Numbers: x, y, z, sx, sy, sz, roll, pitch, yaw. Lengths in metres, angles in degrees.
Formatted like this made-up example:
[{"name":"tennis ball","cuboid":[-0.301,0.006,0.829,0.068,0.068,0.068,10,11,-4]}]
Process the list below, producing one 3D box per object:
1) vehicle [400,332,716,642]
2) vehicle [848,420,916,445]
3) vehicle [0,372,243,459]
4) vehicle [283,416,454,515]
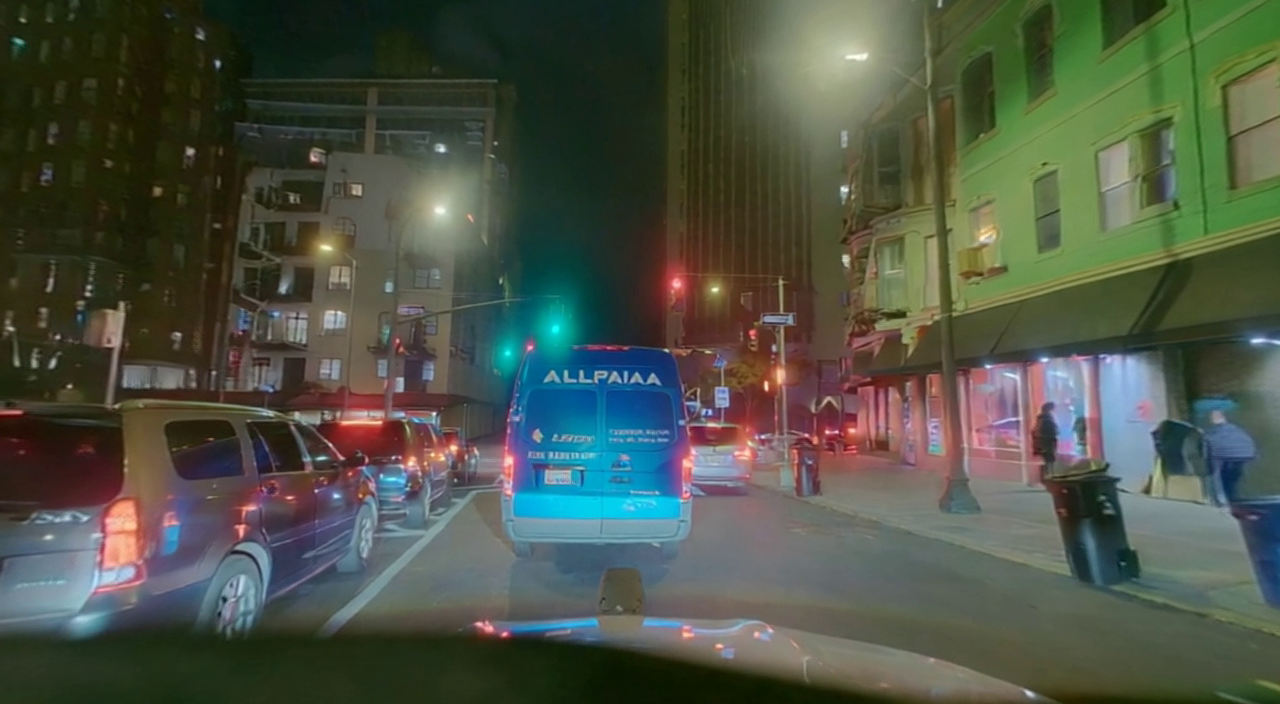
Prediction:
[{"name":"vehicle","cuboid":[-0.718,1.114,6.147,1.951,1.907,4.266,1,-8,-6]},{"name":"vehicle","cuboid":[14.183,4.708,36.952,3.381,1.391,1.529,1,-8,-10]},{"name":"vehicle","cuboid":[-21.017,2.573,25.098,8.088,3.213,2.801,1,-8,-10]},{"name":"vehicle","cuboid":[-4.569,1.927,11.193,1.841,1.461,3.426,1,-8,-7]}]
